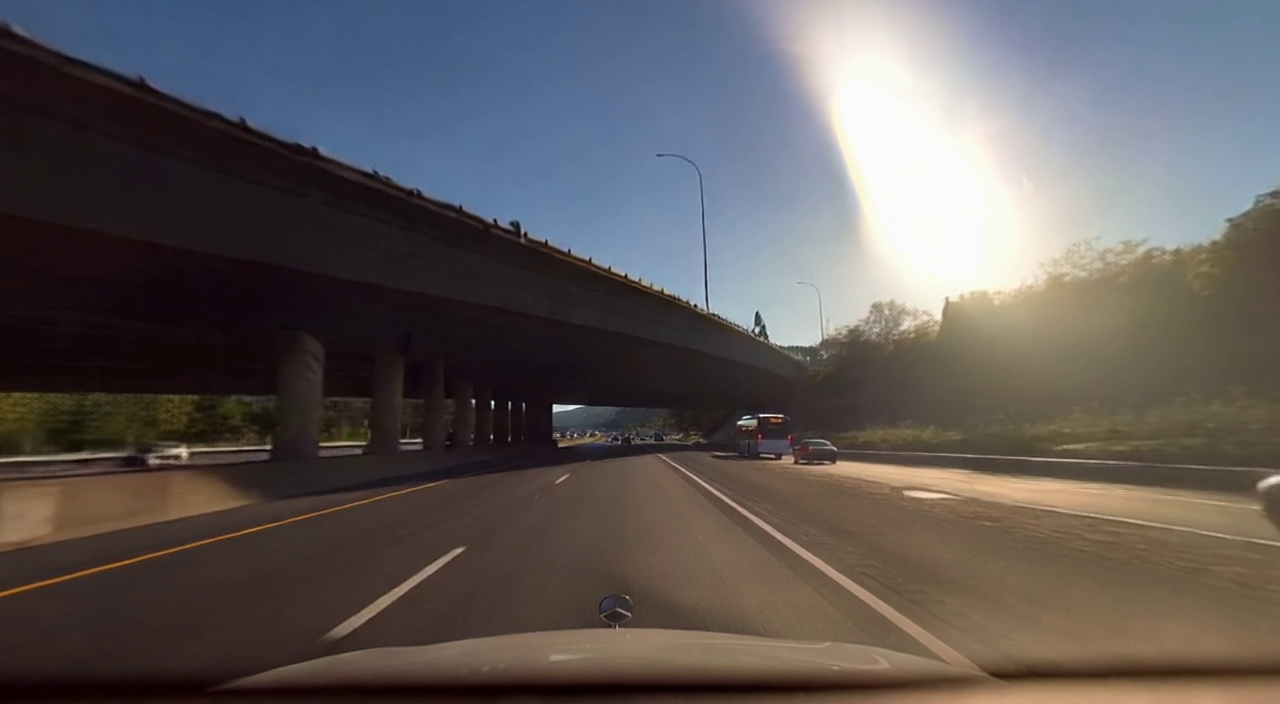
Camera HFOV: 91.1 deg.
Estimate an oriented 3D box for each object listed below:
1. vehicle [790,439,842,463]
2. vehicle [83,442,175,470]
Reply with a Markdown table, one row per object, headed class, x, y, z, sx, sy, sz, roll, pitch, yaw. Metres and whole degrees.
| class | x | y | z | sx | sy | sz | roll | pitch | yaw |
| --- | --- | --- | --- | --- | --- | --- | --- | --- | --- |
| vehicle | 10.648 | 5.981 | 38.323 | 1.866 | 1.359 | 4.218 | 0 | -8 | -2 |
| vehicle | -29.080 | 5.916 | 35.940 | 1.743 | 1.429 | 4.050 | 0 | -8 | 1 |
